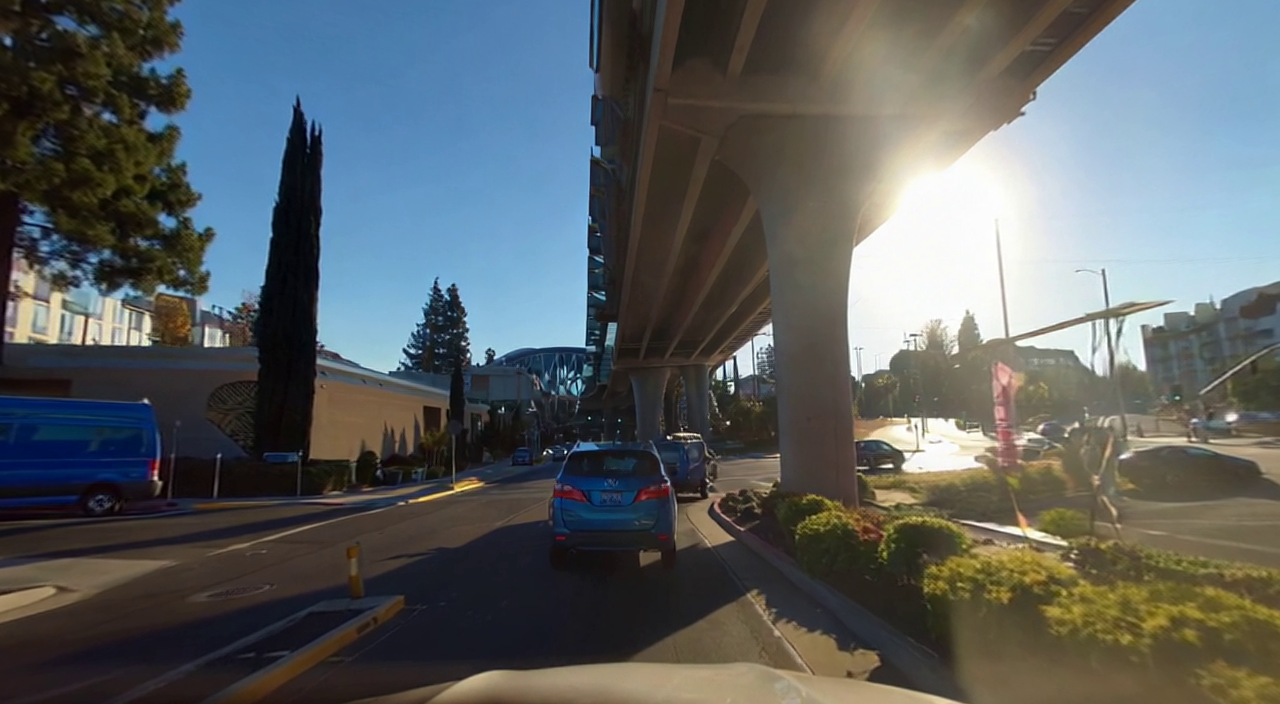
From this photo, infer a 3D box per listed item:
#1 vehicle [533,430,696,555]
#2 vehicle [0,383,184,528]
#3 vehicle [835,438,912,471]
[{"bbox_3d":[-0.261,2.157,10.493,2.087,1.578,4.652,0,-9,2],"label":"vehicle"},{"bbox_3d":[-13.537,2.190,13.542,5.356,2.762,2.644,0,-9,1],"label":"vehicle"},{"bbox_3d":[14.075,6.155,38.050,4.425,1.828,2.032,5,-10,-33],"label":"vehicle"}]
